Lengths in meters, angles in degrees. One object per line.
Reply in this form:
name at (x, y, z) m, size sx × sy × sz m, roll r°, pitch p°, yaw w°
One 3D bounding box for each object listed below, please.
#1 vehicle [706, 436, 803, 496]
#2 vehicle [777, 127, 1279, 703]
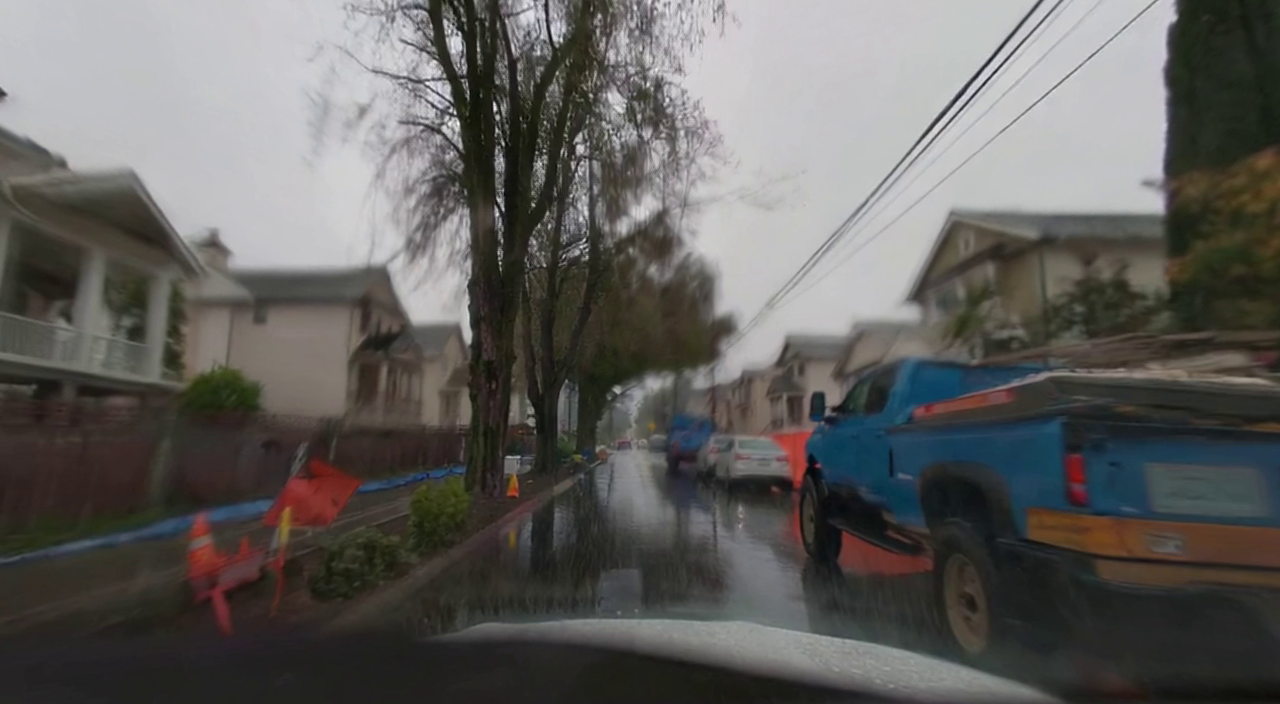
vehicle at (3.008, 3.047, 17.439) m, size 1.805 × 1.436 × 4.201 m, roll 0°, pitch -8°, yaw -2°
vehicle at (3.145, 0.820, 5.297) m, size 2.483 × 2.644 × 5.972 m, roll 0°, pitch -8°, yaw -1°
